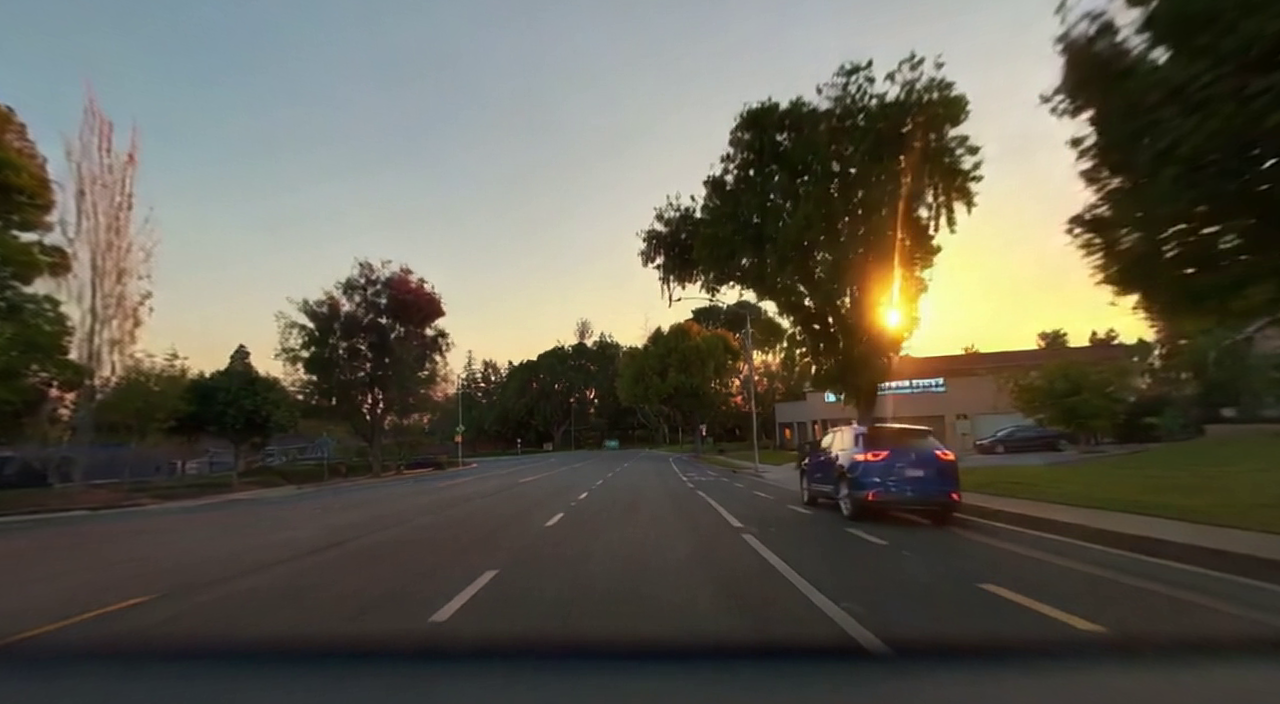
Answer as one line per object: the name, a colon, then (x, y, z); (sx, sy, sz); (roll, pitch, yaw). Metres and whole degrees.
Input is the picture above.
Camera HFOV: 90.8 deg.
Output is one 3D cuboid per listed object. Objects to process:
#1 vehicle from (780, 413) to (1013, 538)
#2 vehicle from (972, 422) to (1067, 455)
vehicle: (4.324, 2.183, 11.707); (2.228, 1.814, 4.576); (0, -9, -2)
vehicle: (18.564, 4.299, 31.177); (1.826, 1.492, 4.417); (0, -9, -2)
